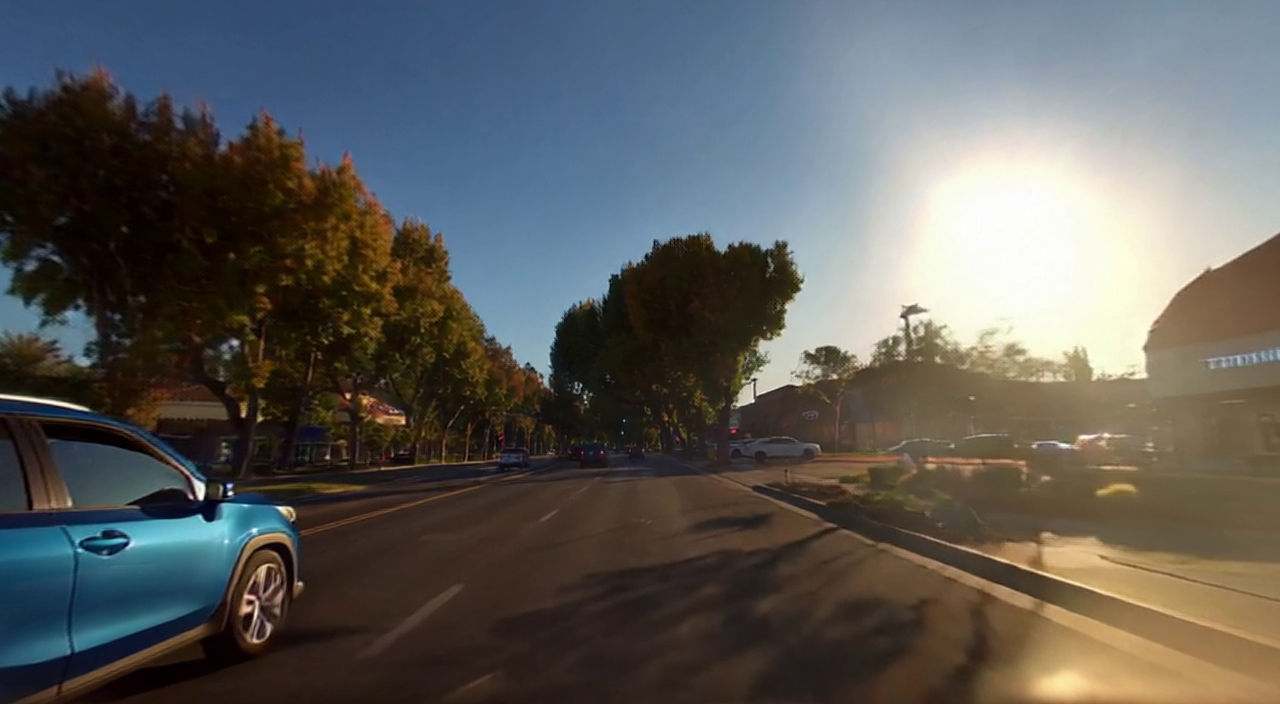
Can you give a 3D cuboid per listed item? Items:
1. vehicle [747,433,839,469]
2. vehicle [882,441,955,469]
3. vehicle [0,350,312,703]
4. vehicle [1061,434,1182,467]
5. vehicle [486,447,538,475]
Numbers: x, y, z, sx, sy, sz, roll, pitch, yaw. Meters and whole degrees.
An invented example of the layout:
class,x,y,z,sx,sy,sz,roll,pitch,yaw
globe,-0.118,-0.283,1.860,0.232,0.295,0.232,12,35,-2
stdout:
class,x,y,z,sx,sy,sz,roll,pitch,yaw
vehicle,8.904,5.768,36.812,5.031,1.951,2.184,-2,-9,15
vehicle,15.899,5.873,36.234,2.177,1.397,4.511,-2,-8,1
vehicle,-3.298,0.820,2.133,2.127,1.654,4.121,0,-8,0
vehicle,26.749,5.476,35.380,2.672,1.580,5.933,-3,-8,7
vehicle,-7.351,6.274,36.660,1.990,1.483,4.410,0,-8,1
